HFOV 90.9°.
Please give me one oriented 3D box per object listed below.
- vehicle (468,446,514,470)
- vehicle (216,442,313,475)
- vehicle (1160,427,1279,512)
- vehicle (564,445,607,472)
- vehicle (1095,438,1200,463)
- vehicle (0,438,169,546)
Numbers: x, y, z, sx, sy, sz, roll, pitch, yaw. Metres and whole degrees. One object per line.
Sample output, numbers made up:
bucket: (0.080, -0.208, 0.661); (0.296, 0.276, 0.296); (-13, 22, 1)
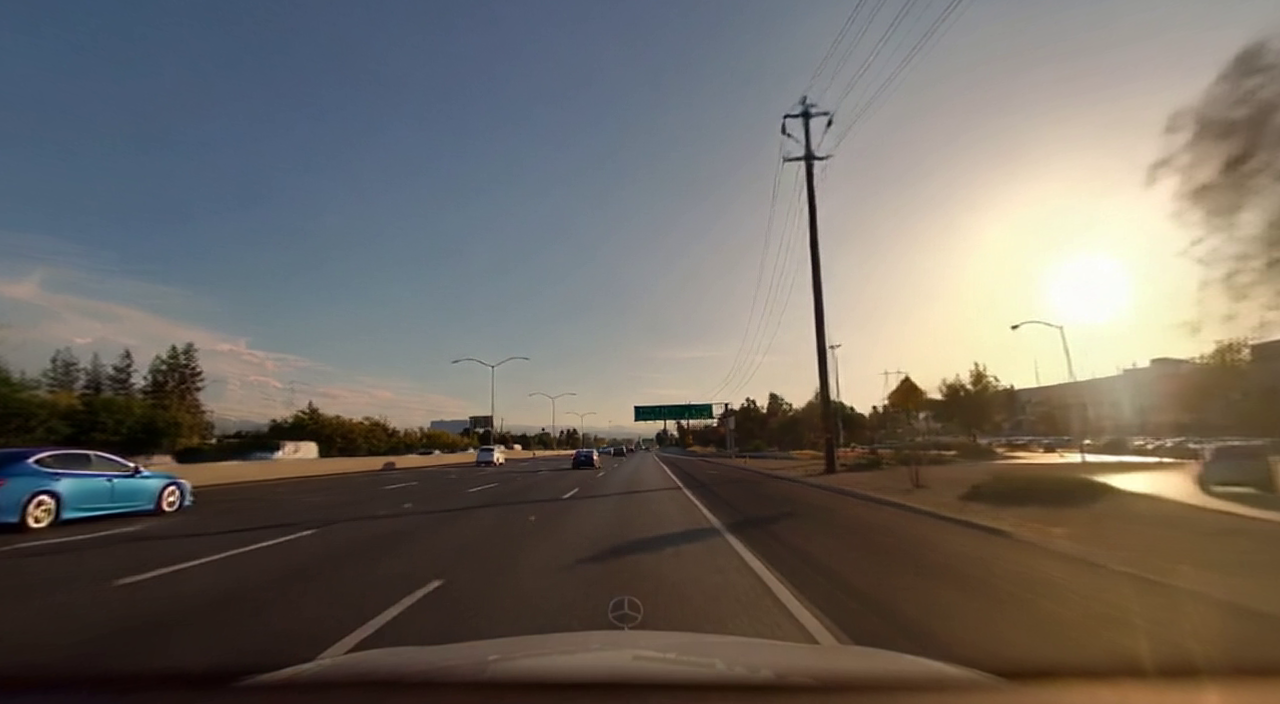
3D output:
vehicle: (-9.809, 7.012, 41.794); (1.930, 1.490, 3.955); (0, -9, 1)
vehicle: (-22.412, 6.395, 38.038); (2.197, 1.815, 5.802); (0, -9, 1)
vehicle: (14.985, 2.833, 15.630); (2.127, 1.815, 4.777); (-4, -10, 27)
vehicle: (-3.121, 6.248, 37.089); (2.050, 1.479, 4.342); (0, -9, 1)
vehicle: (32.992, 6.453, 41.186); (4.798, 1.545, 2.042); (-3, -9, 18)
vehicle: (-10.191, 2.116, 9.747); (2.002, 1.526, 4.822); (0, -9, 1)
